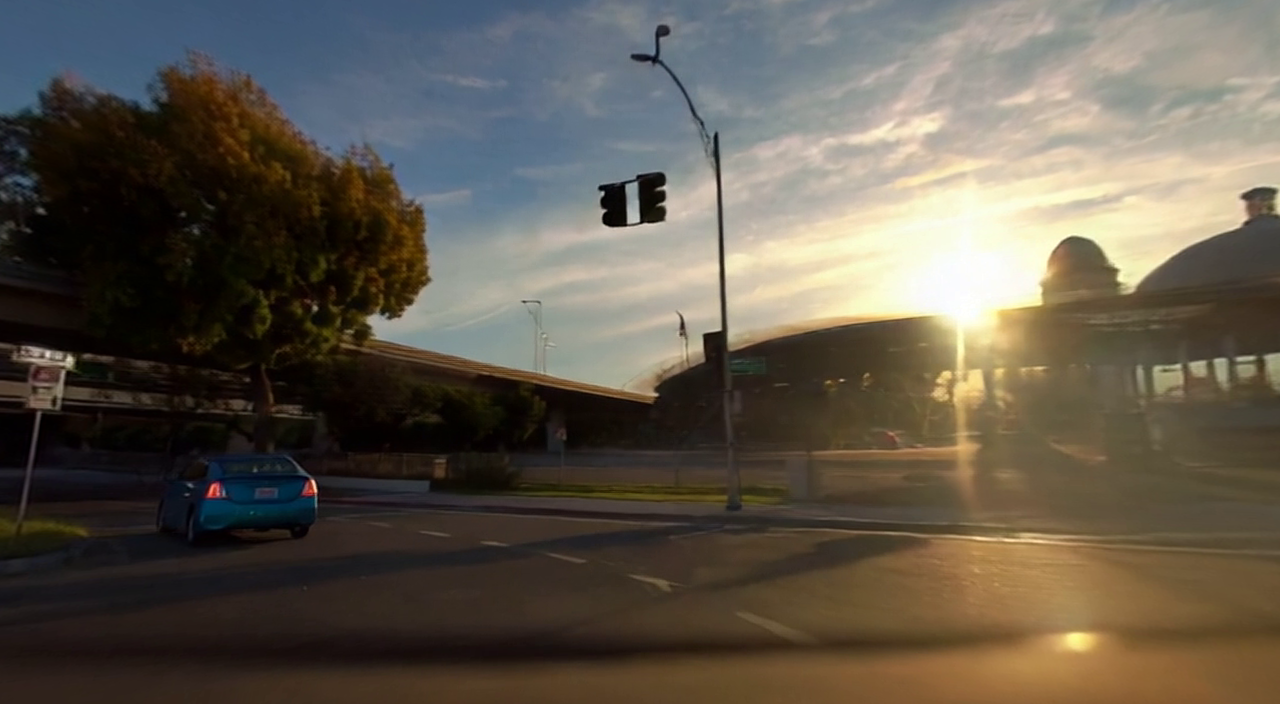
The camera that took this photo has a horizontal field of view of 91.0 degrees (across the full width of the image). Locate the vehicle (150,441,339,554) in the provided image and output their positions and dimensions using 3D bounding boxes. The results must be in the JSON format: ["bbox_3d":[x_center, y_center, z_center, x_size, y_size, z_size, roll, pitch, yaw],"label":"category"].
[{"bbox_3d":[-7.009,2.383,11.016,1.976,1.584,3.772,8,-12,-42],"label":"vehicle"}]
